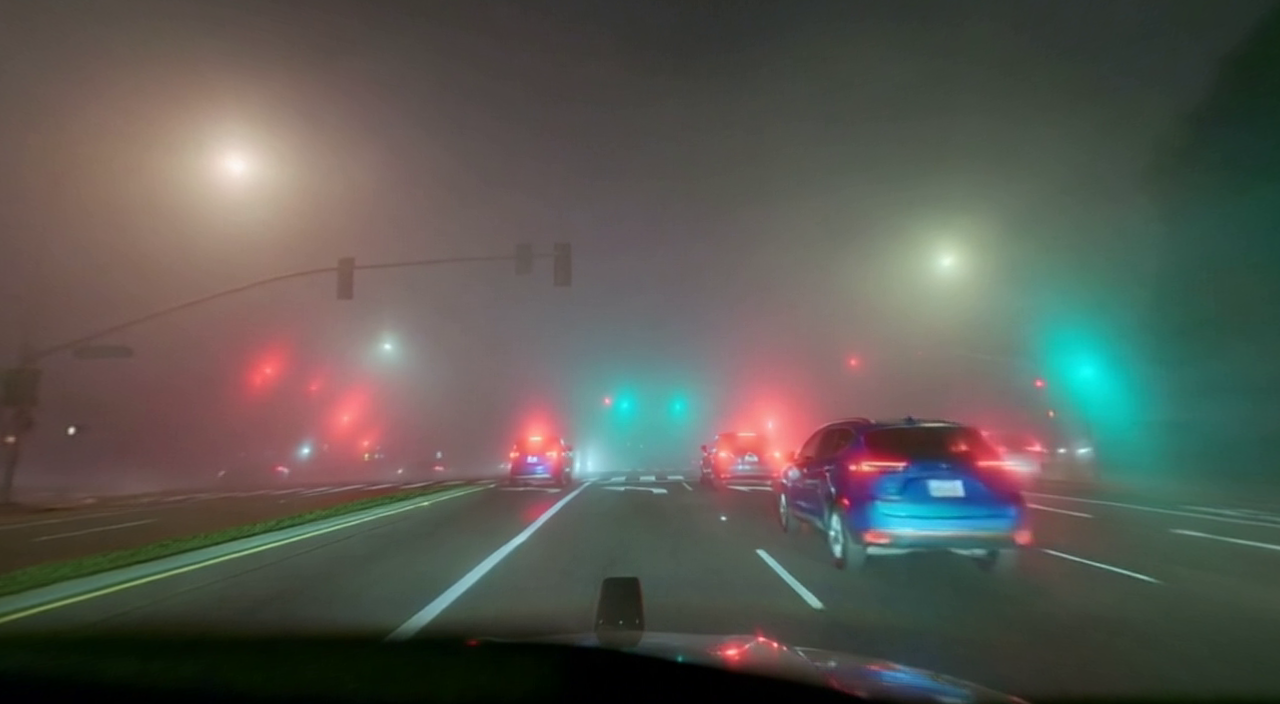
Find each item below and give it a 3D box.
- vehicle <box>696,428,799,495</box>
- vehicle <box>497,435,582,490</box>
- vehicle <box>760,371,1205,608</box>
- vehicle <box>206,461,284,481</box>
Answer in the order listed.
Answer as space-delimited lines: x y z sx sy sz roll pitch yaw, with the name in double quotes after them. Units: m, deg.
2.910 3.104 18.247 2.099 1.671 4.491 0 -8 -1 "vehicle"
-3.006 3.392 19.714 1.969 1.513 3.773 0 -8 1 "vehicle"
2.992 1.360 7.136 2.247 1.738 4.818 0 -8 -1 "vehicle"
-30.642 9.237 49.089 4.817 1.482 1.829 0 -8 -2 "vehicle"
